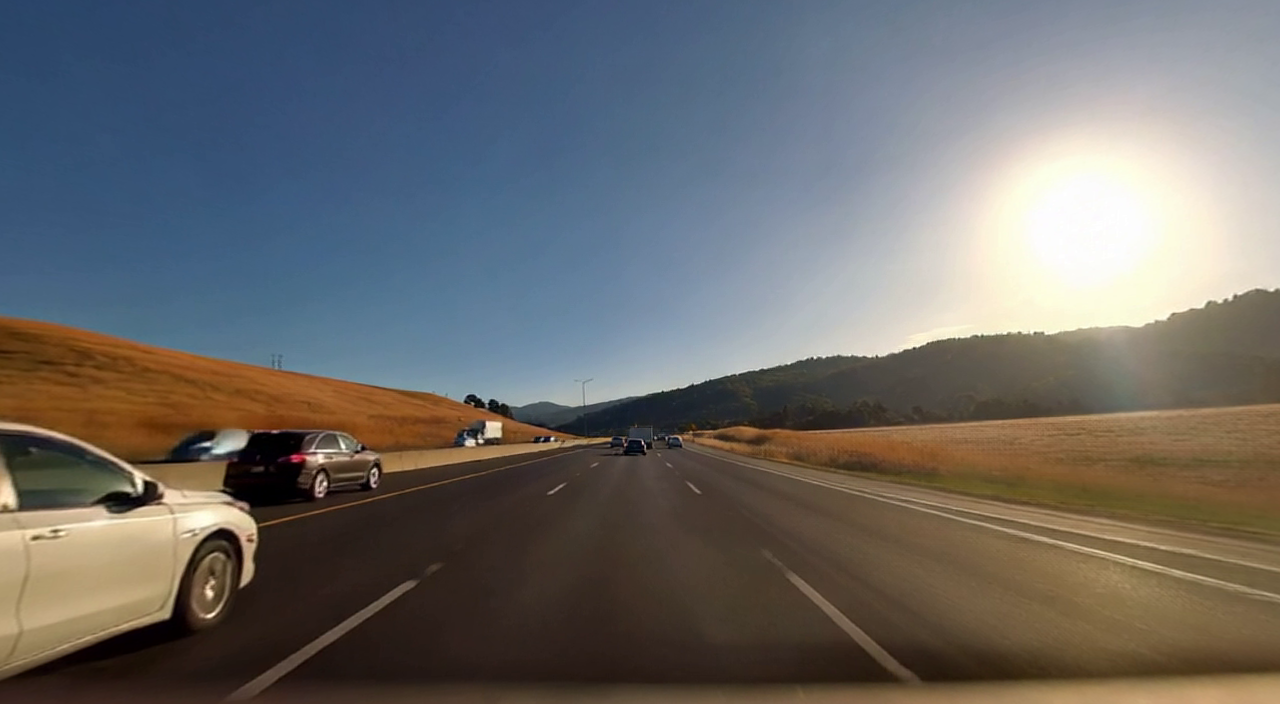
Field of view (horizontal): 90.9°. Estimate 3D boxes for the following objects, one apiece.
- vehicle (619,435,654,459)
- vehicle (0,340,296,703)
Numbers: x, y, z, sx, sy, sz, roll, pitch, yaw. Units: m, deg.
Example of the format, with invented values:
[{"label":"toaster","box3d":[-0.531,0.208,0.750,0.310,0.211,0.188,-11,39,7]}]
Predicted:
[{"label":"vehicle","box3d":[-0.223,6.126,40.751,2.140,1.475,3.969,0,-8,-1]},{"label":"vehicle","box3d":[-3.808,0.819,2.799,2.070,1.703,4.452,0,-8,-1]}]
